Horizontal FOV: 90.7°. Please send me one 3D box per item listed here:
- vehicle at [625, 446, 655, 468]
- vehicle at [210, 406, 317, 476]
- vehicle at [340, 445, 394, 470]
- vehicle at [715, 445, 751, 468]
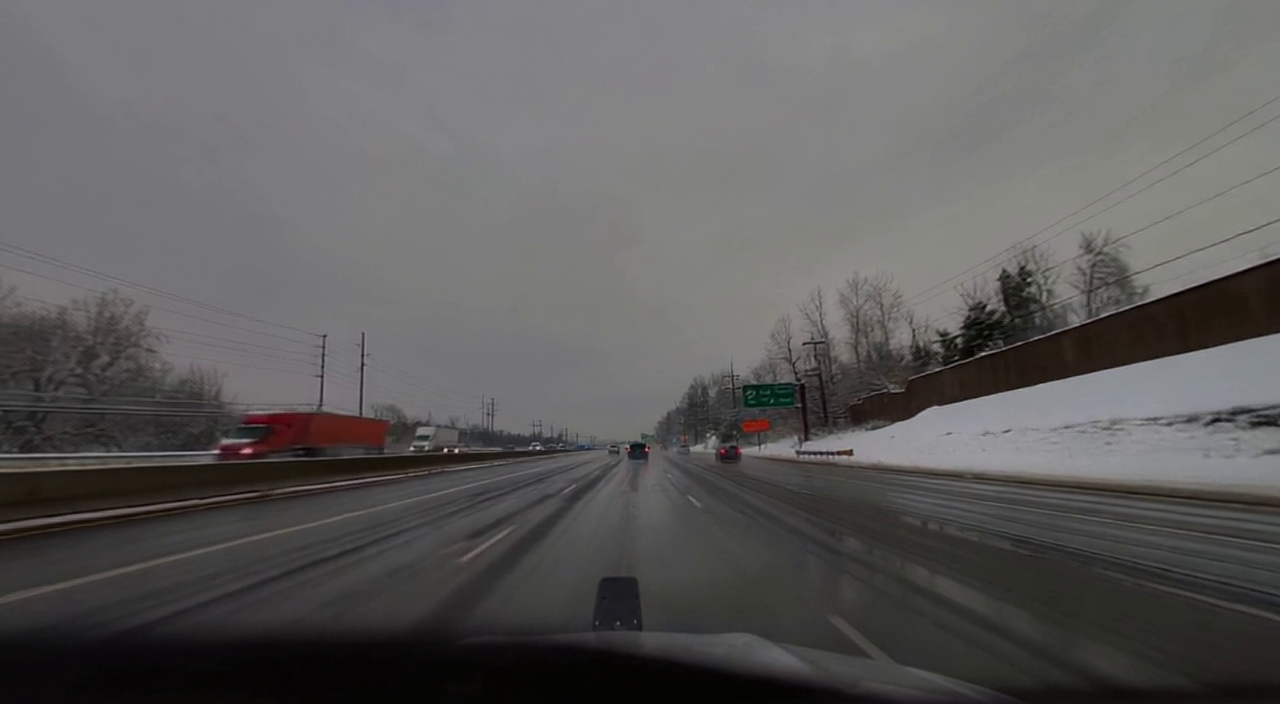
[{"bbox_3d":[-0.041,7.581,45.844,2.109,1.489,4.027,0,-8,-1],"label":"vehicle"},{"bbox_3d":[-23.200,5.541,39.372,3.111,4.008,5.442,0,-8,0],"label":"vehicle"},{"bbox_3d":[-19.292,7.476,44.920,1.919,1.657,4.401,0,-8,0],"label":"vehicle"},{"bbox_3d":[6.984,7.842,47.753,2.005,1.687,4.259,0,-8,-1],"label":"vehicle"}]
